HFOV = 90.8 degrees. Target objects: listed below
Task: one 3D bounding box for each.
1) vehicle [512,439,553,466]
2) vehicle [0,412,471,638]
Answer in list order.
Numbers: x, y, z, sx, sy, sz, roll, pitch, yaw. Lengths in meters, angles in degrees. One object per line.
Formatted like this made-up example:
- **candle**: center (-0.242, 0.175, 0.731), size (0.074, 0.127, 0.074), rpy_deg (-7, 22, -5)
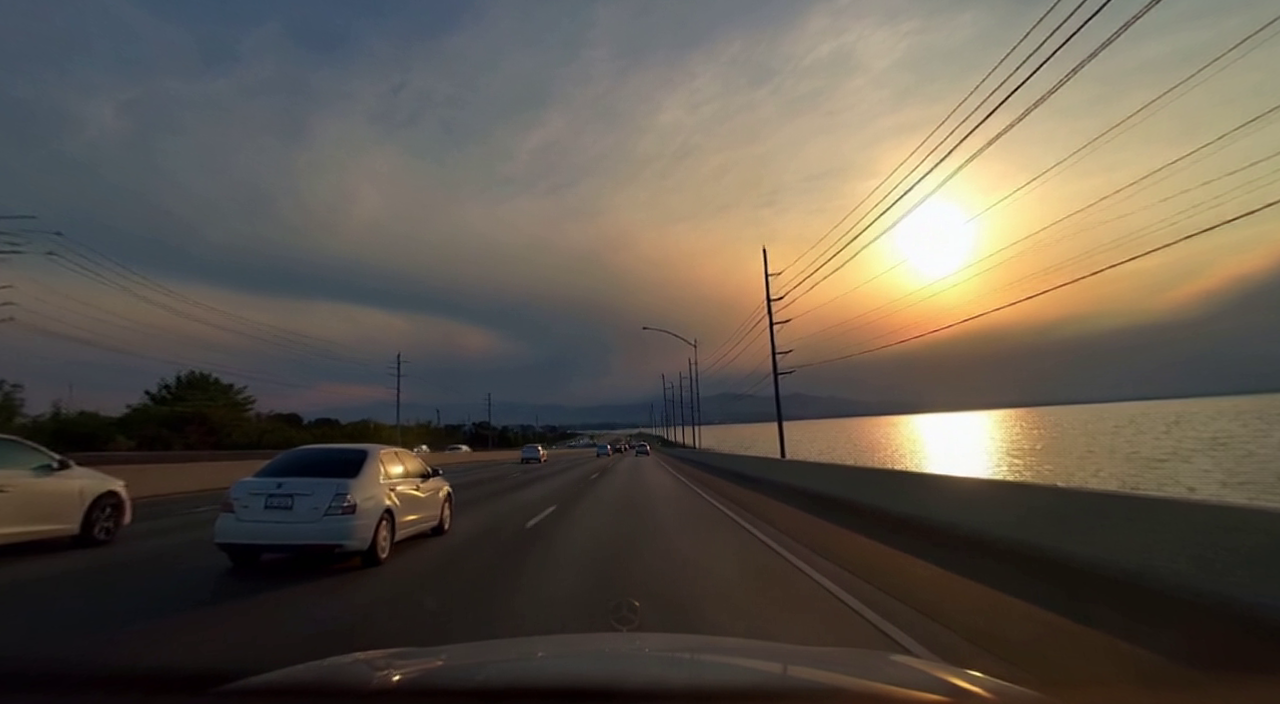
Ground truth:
- **vehicle**: center (-7.409, 6.989, 44.013), size (2.050, 1.717, 4.418), rpy_deg (0, -8, 0)
- **vehicle**: center (-3.390, 1.496, 6.525), size (2.015, 1.501, 4.454), rpy_deg (0, -8, 0)
